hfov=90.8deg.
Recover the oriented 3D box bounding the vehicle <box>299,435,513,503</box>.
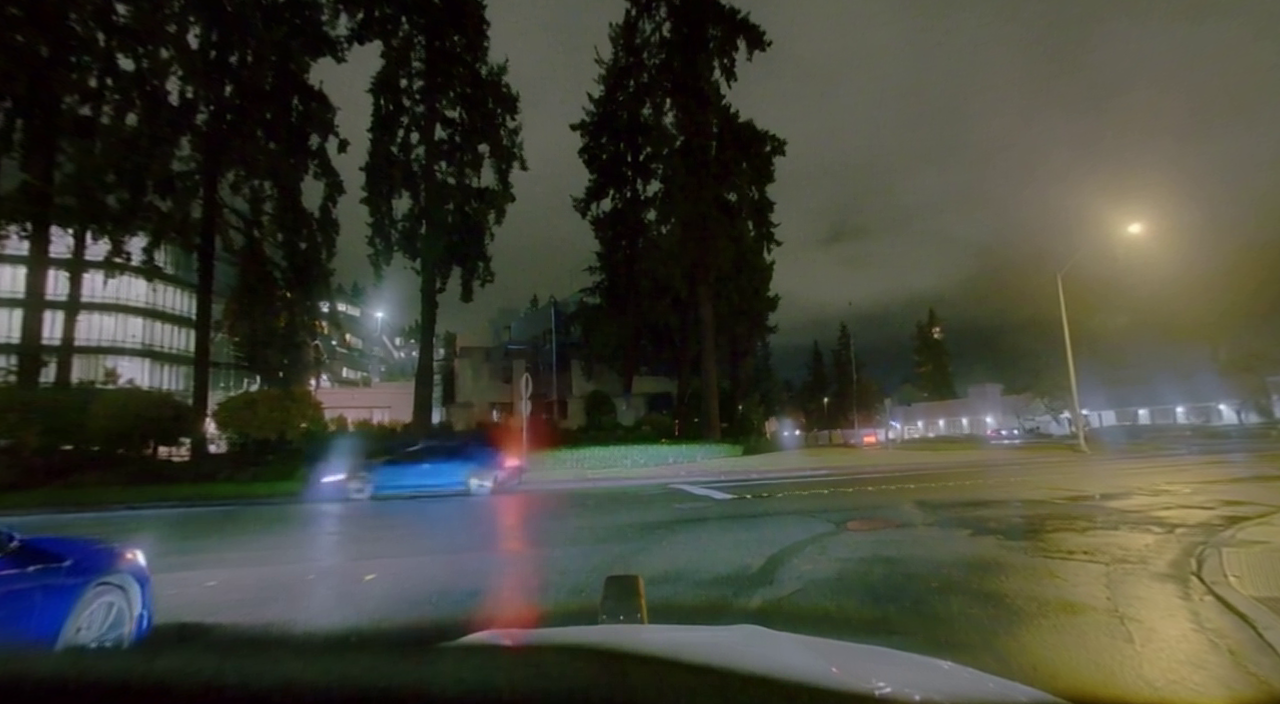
[{"bbox_3d":[-5.708,2.915,16.072,4.788,1.548,1.965,1,-9,-11],"label":"vehicle"}]

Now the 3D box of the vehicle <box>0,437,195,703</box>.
[{"bbox_3d":[-3.348,0.884,1.312,2.069,1.413,5.006,1,-8,-12],"label":"vehicle"}]
